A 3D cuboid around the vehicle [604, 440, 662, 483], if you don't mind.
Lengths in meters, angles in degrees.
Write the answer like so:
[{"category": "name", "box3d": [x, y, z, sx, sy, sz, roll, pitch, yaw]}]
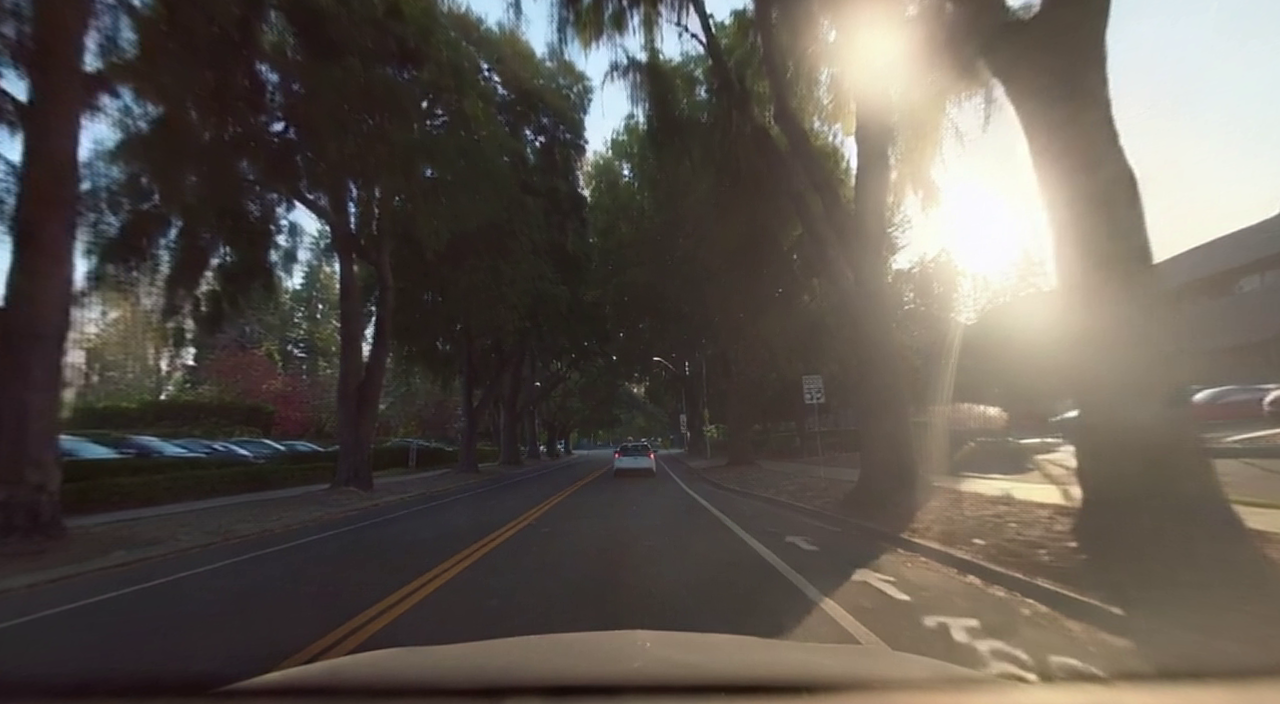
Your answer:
[{"category": "vehicle", "box3d": [-0.289, 4.453, 26.026, 2.152, 1.574, 4.223, -1, -8, -1]}]
